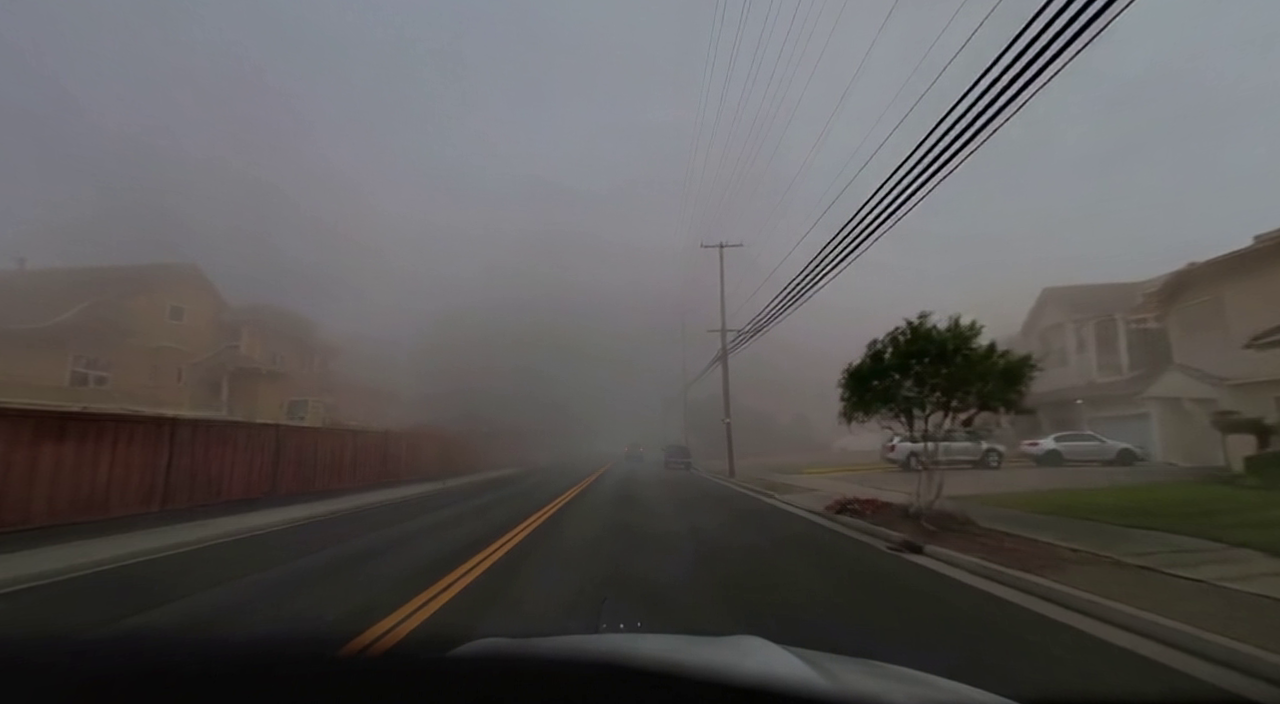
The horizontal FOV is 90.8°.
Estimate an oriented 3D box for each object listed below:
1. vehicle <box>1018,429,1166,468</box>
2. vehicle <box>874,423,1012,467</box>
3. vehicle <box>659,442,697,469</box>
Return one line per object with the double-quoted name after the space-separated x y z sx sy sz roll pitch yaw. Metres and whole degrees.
18.788 4.032 26.464 4.558 1.554 1.990 -1 -9 4 "vehicle"
12.596 3.905 26.553 4.701 1.745 2.083 -1 -9 2 "vehicle"
2.521 6.996 43.045 2.108 1.710 4.499 0 -9 -2 "vehicle"
